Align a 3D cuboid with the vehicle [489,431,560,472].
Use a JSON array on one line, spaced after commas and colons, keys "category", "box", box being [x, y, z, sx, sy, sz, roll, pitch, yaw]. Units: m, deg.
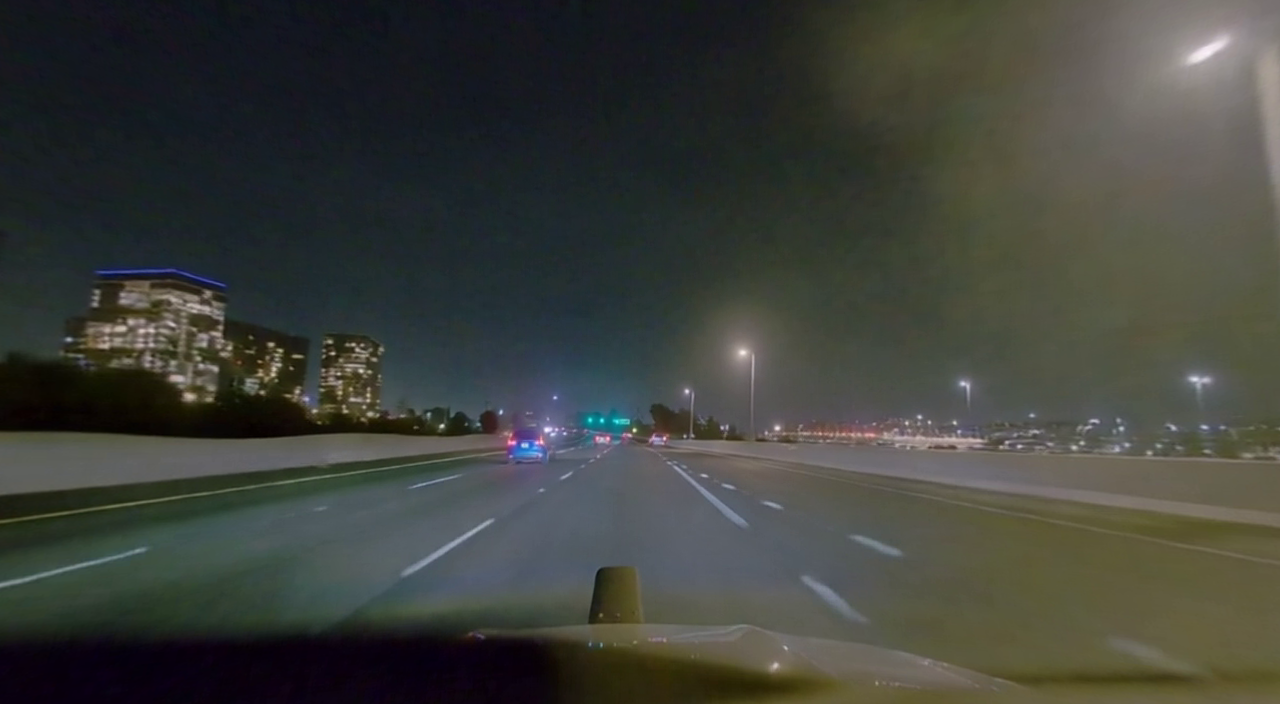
[{"category": "vehicle", "box": [-4.501, 3.937, 25.167, 1.996, 1.490, 4.571, 0, -8, -1]}]
